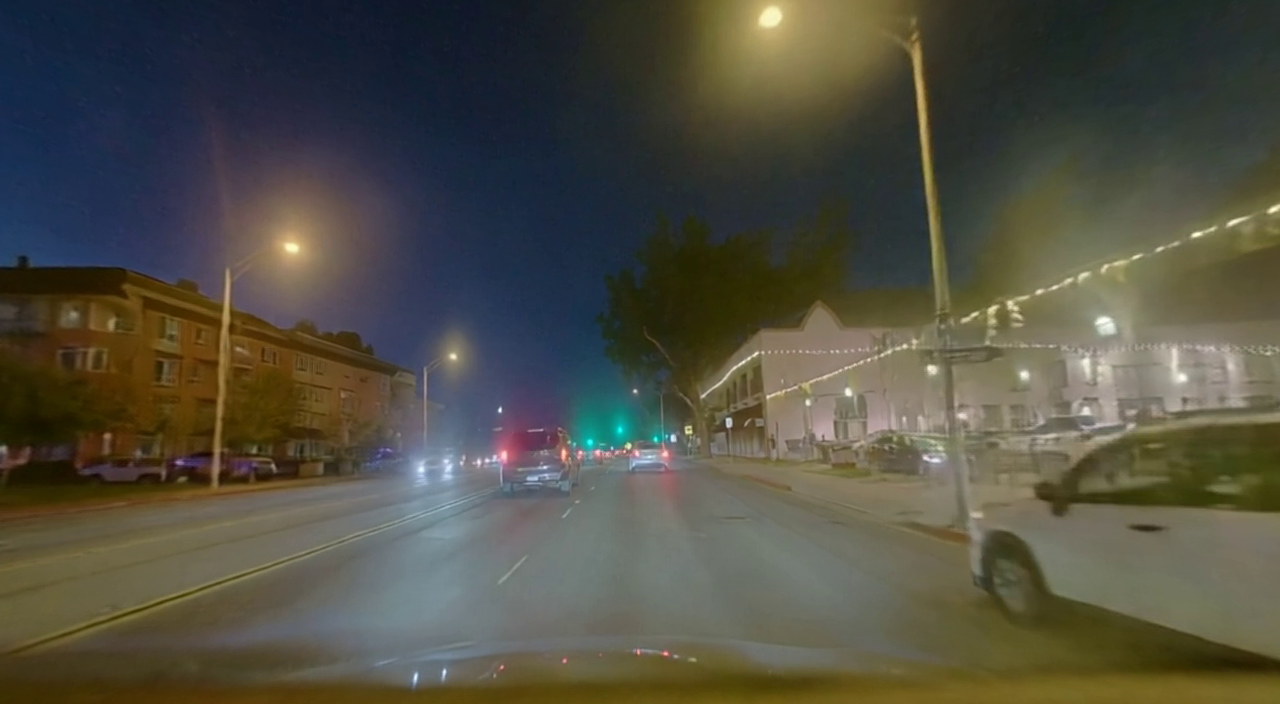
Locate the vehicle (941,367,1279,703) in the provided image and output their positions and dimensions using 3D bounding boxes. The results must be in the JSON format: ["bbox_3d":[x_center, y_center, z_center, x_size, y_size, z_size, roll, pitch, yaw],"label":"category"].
[{"bbox_3d":[3.524,0.845,2.232,2.049,1.631,5.292,0,-9,-4],"label":"vehicle"}]

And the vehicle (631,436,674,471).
[{"bbox_3d":[0.577,5.299,33.151,2.126,1.657,4.132,0,-9,-1],"label":"vehicle"}]

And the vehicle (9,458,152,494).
[{"bbox_3d":[-26.562,5.868,30.120,4.926,1.571,1.941,0,-9,-1],"label":"vehicle"}]

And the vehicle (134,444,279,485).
[{"bbox_3d":[-24.041,6.267,35.305,6.055,2.148,2.690,0,-9,-1],"label":"vehicle"}]

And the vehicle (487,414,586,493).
[{"bbox_3d":[-3.029,3.157,19.802,2.213,2.123,5.124,0,-9,0],"label":"vehicle"}]
